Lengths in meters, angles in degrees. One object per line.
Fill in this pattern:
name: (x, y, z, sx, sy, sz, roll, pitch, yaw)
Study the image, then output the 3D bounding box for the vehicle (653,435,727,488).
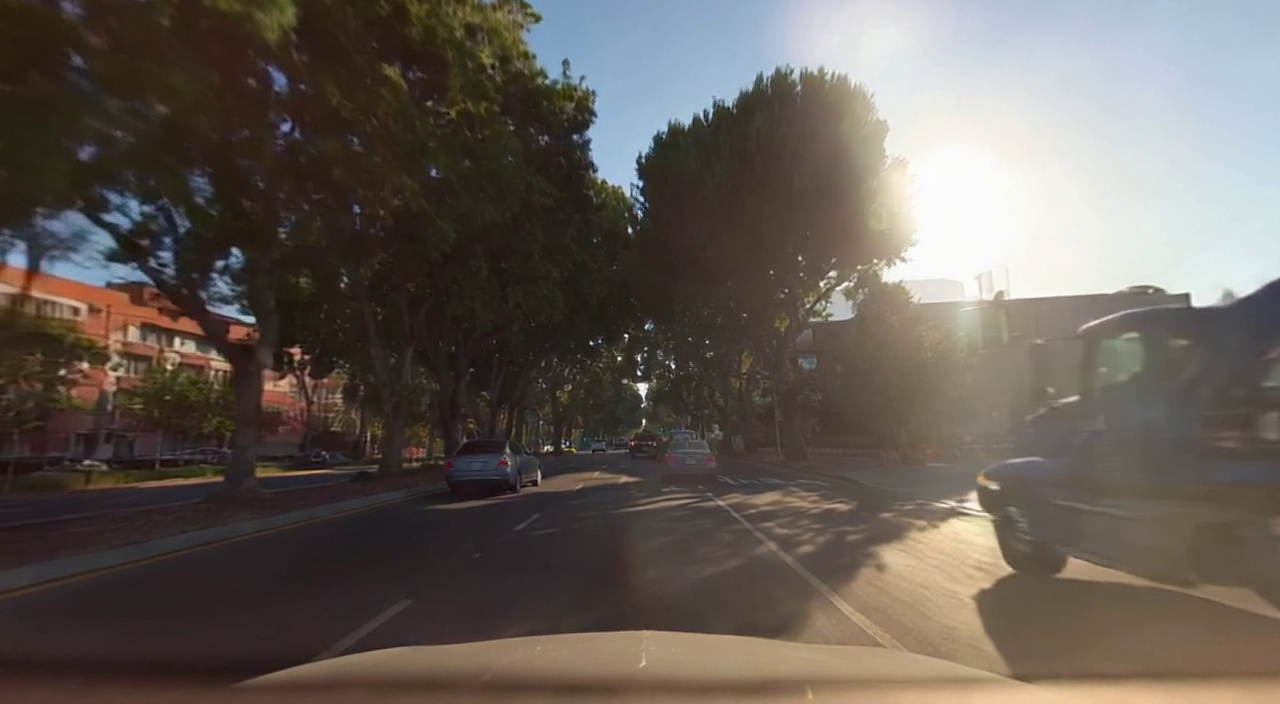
vehicle: (1.587, 3.411, 20.008, 2.086, 1.466, 4.026, -1, -8, 4)

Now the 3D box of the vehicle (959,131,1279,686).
vehicle: (5.338, 0.211, 2.858, 3.089, 3.258, 8.841, -1, -8, 0)

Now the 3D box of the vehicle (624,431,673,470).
vehicle: (0.460, 4.886, 31.515, 2.289, 1.808, 4.033, 0, -8, 2)

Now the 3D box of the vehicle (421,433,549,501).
vehicle: (-3.802, 2.908, 16.485, 2.003, 1.507, 4.808, 0, -8, 2)

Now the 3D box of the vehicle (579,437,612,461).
vehicle: (-3.218, 7.180, 46.752, 2.062, 1.641, 4.193, 0, -8, 1)
